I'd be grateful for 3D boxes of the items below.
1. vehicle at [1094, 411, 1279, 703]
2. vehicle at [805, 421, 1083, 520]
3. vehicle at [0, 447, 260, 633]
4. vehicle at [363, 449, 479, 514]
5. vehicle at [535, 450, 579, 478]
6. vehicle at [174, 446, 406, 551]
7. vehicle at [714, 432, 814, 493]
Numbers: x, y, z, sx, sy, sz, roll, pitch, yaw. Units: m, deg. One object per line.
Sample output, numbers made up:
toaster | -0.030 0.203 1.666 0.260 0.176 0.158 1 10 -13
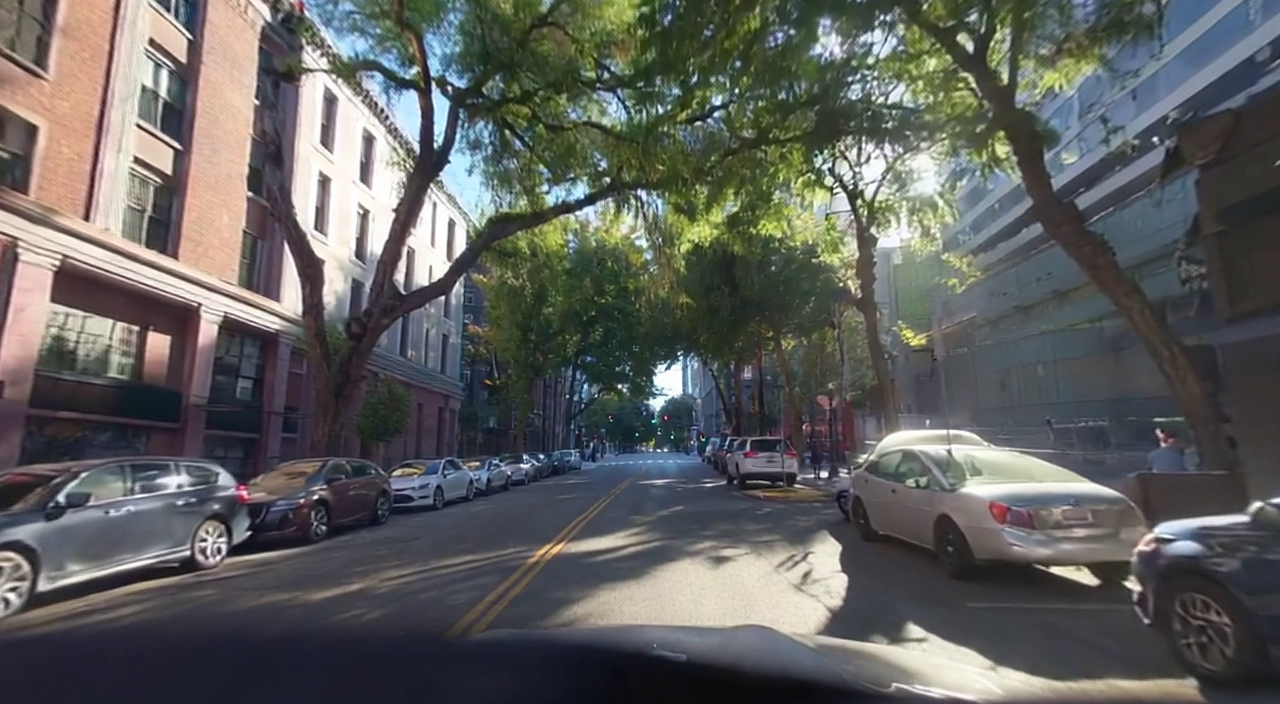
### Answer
vehicle | 4.497 0.918 2.160 2.331 1.533 4.831 -1 -8 1
vehicle | 6.314 2.514 13.723 4.772 1.876 2.400 -1 -8 1
vehicle | -7.017 1.990 7.238 2.244 1.616 5.013 -2 -8 -1
vehicle | -6.497 3.840 19.322 1.944 1.574 4.717 -2 -8 -1
vehicle | -5.363 7.287 41.415 2.270 1.539 4.855 -2 -8 -1
vehicle | -6.722 2.799 12.895 2.123 1.596 4.659 -2 -8 -1
vehicle | 4.584 4.173 24.507 2.568 2.001 5.999 -2 -8 -1
